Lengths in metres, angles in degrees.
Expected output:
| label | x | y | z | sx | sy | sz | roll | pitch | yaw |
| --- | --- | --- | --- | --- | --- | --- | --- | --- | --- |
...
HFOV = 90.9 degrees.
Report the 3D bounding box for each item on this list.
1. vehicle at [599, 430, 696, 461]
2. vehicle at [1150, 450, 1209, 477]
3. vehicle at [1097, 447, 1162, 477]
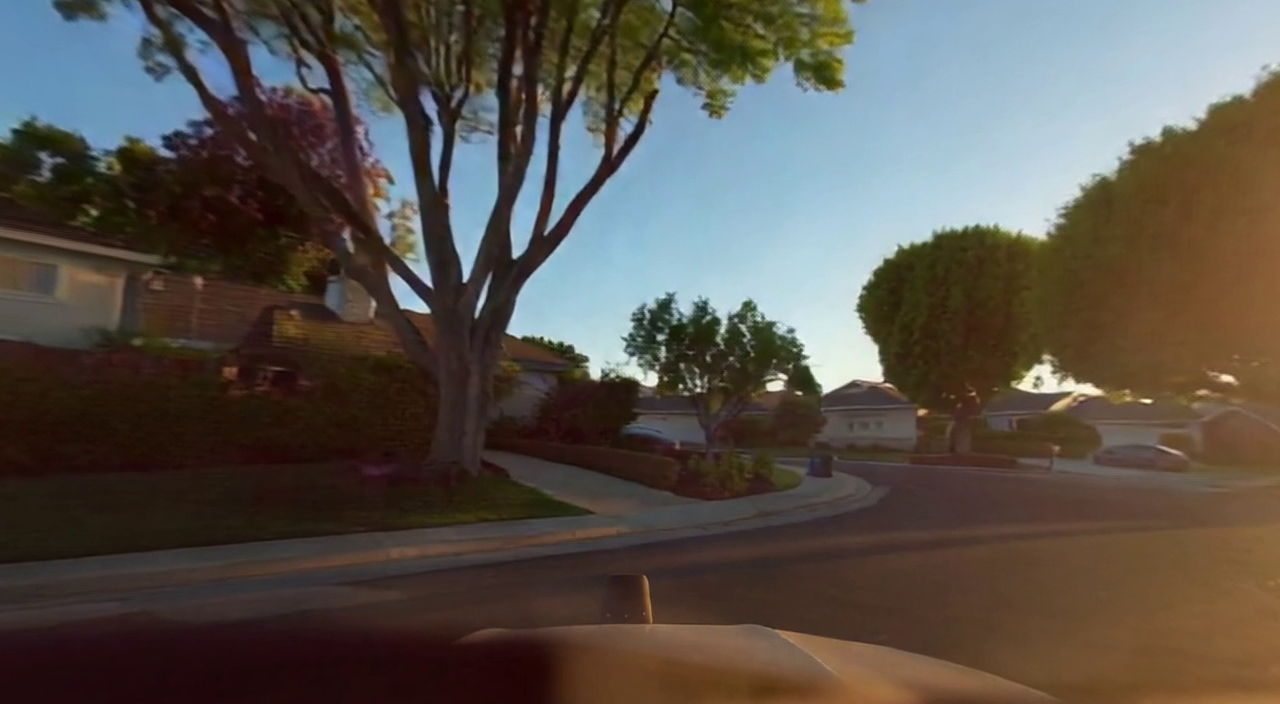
| label | x | y | z | sx | sy | sz | roll | pitch | yaw |
| --- | --- | --- | --- | --- | --- | --- | --- | --- | --- |
| vehicle | 0.442 | 4.954 | 33.369 | 5.089 | 1.517 | 1.791 | 7 | -12 | -38 |
| vehicle | 37.927 | 7.816 | 44.248 | 4.560 | 1.749 | 2.058 | 6 | -12 | -38 |
| vehicle | 31.027 | 6.963 | 39.906 | 4.700 | 1.752 | 2.180 | 7 | -13 | -41 |
